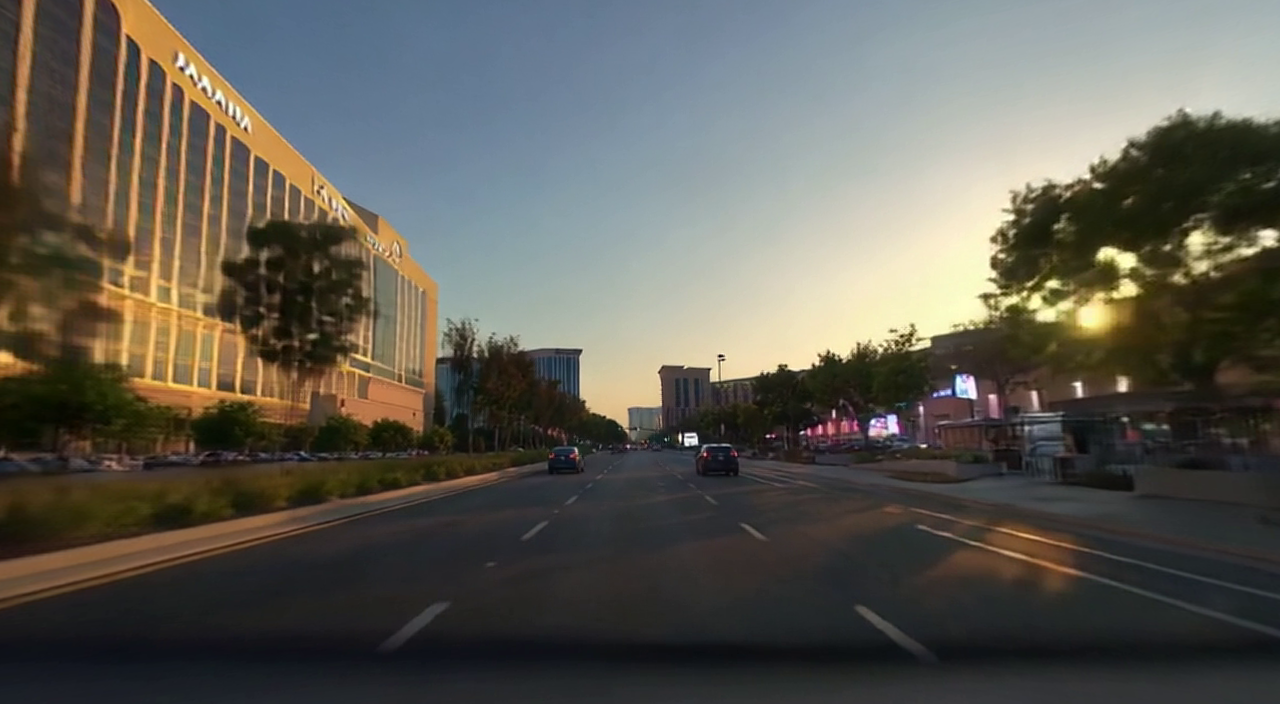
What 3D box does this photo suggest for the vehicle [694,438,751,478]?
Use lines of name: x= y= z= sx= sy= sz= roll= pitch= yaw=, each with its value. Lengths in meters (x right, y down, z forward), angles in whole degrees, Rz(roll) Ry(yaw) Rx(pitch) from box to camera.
vehicle: x=3.856 y=5.033 z=30.119 sx=2.083 sy=1.743 sz=4.354 roll=0 pitch=-8 yaw=-1

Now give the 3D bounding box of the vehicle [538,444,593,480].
vehicle: x=-3.332 y=4.978 z=28.837 sx=2.005 sy=1.477 sz=4.169 roll=0 pitch=-8 yaw=0
